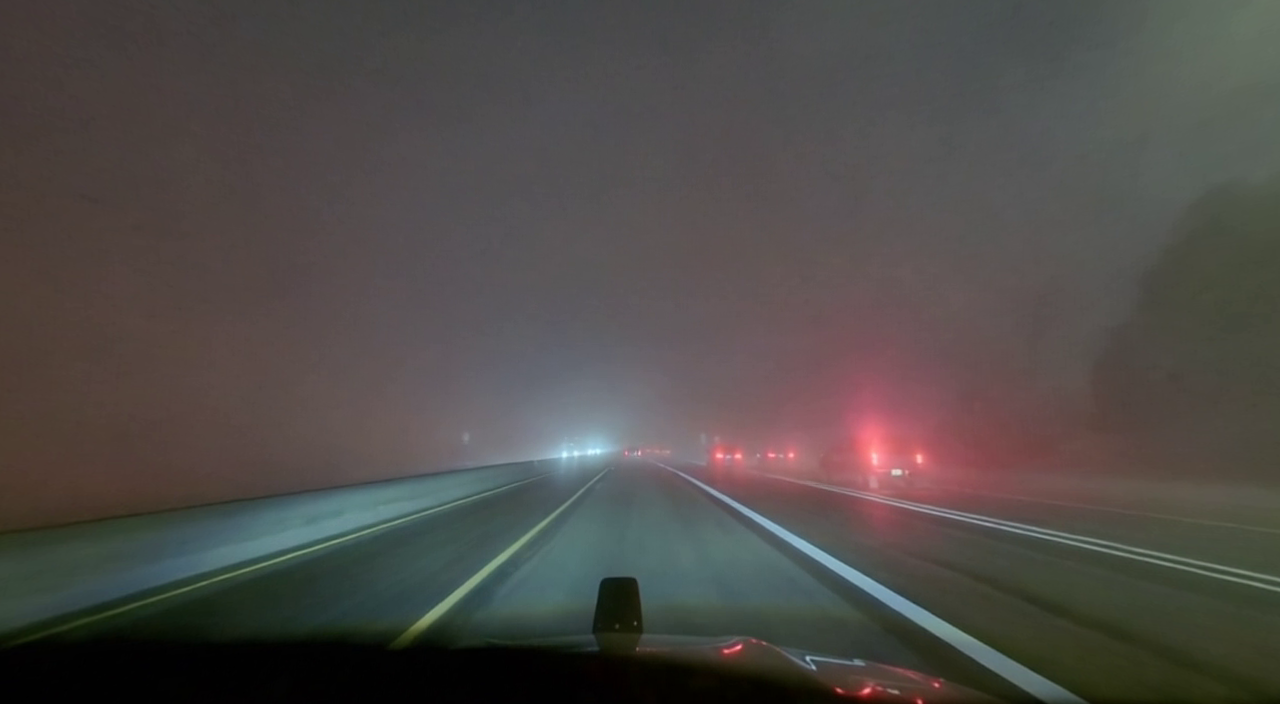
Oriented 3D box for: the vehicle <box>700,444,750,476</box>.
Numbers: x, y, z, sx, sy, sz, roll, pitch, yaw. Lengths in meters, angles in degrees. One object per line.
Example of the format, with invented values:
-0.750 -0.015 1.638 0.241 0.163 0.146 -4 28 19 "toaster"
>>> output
4.213 5.399 31.549 1.917 1.488 3.693 0 -9 -1 "vehicle"
